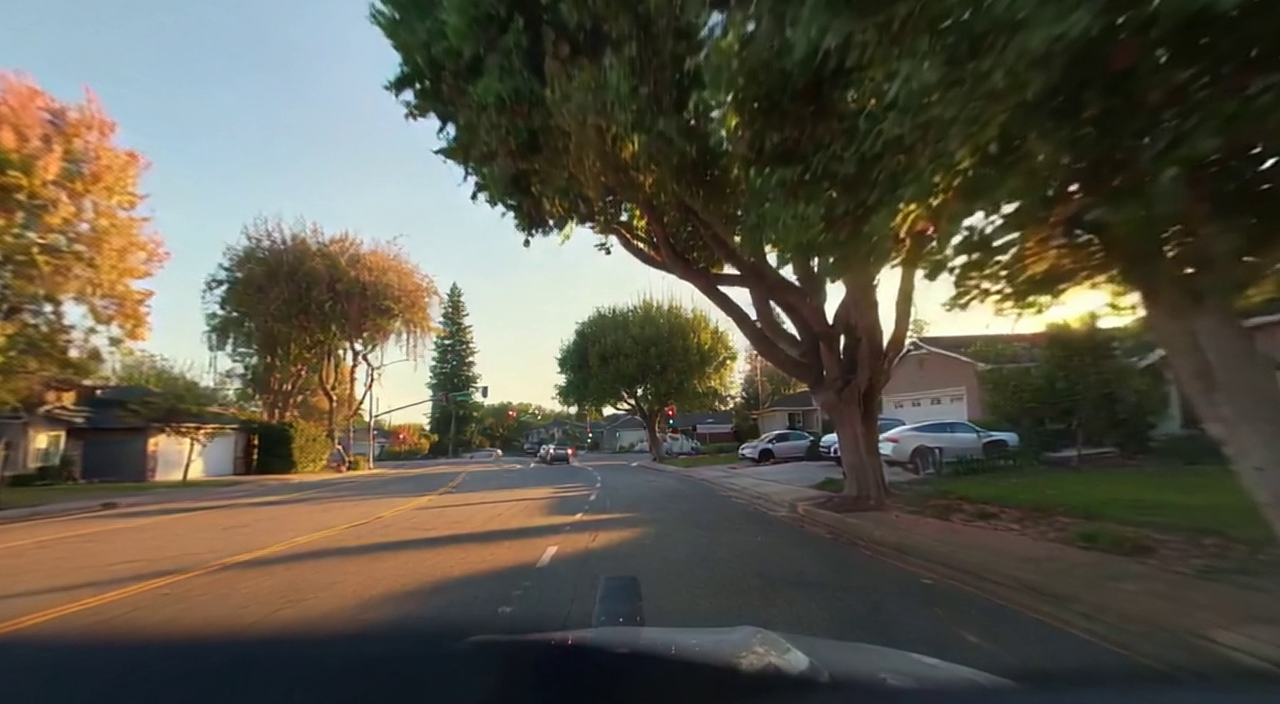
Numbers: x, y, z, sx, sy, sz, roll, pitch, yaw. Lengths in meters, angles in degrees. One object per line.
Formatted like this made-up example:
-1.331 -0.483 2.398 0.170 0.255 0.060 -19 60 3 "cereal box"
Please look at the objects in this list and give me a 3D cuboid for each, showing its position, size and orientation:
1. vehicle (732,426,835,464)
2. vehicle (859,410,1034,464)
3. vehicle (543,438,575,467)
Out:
7.291 4.760 32.394 4.663 1.618 1.962 -2 -8 -7 "vehicle"
9.694 2.739 20.238 4.590 1.648 1.876 0 -9 -3 "vehicle"
-5.537 6.789 42.913 2.041 1.834 4.679 1 -9 -8 "vehicle"
